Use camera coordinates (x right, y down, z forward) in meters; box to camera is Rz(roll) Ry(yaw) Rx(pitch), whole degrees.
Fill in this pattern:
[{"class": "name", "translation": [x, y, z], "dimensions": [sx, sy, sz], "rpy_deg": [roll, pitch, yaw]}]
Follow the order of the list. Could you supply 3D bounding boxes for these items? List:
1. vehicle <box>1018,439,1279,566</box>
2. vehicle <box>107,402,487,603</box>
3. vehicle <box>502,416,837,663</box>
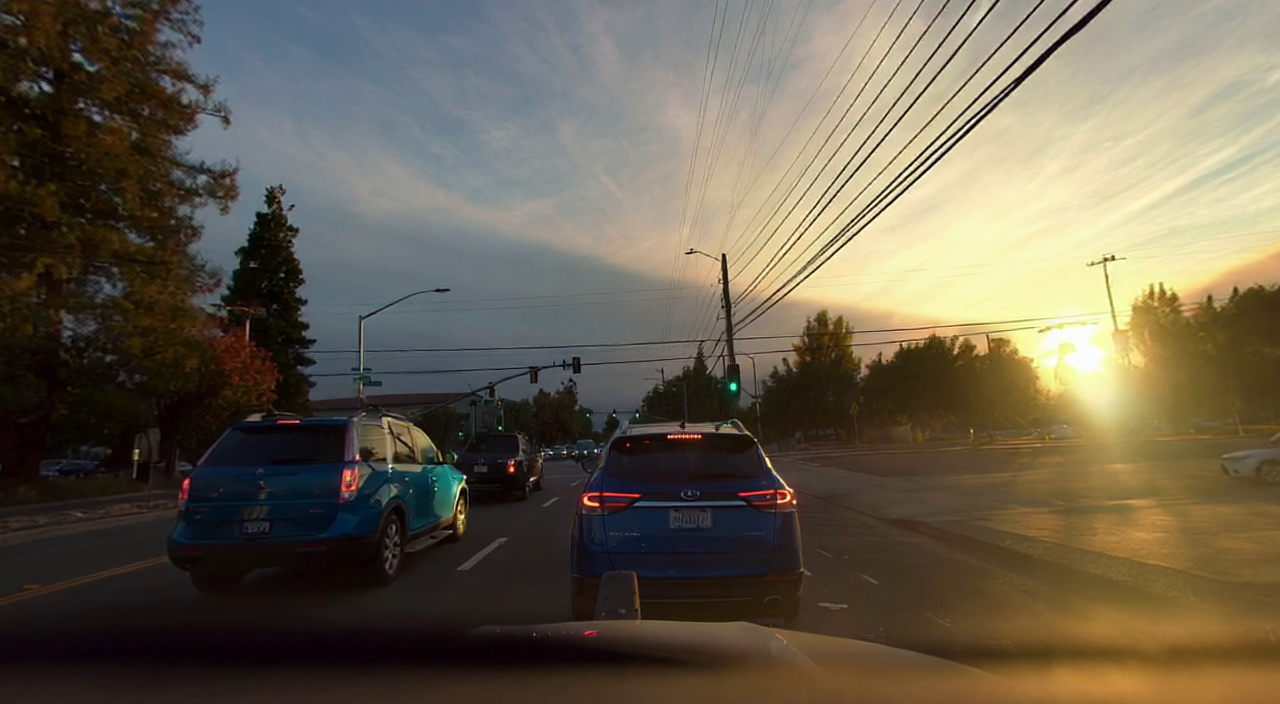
[{"class": "vehicle", "translation": [8.387, 2.157, 9.940], "dimensions": [1.993, 1.508, 4.521], "rpy_deg": [0, -9, -1]}, {"class": "vehicle", "translation": [-3.468, 1.611, 7.633], "dimensions": [2.105, 1.706, 4.337], "rpy_deg": [0, -9, 0]}, {"class": "vehicle", "translation": [0.118, 1.446, 5.953], "dimensions": [2.056, 1.487, 4.003], "rpy_deg": [0, -9, -2]}]
